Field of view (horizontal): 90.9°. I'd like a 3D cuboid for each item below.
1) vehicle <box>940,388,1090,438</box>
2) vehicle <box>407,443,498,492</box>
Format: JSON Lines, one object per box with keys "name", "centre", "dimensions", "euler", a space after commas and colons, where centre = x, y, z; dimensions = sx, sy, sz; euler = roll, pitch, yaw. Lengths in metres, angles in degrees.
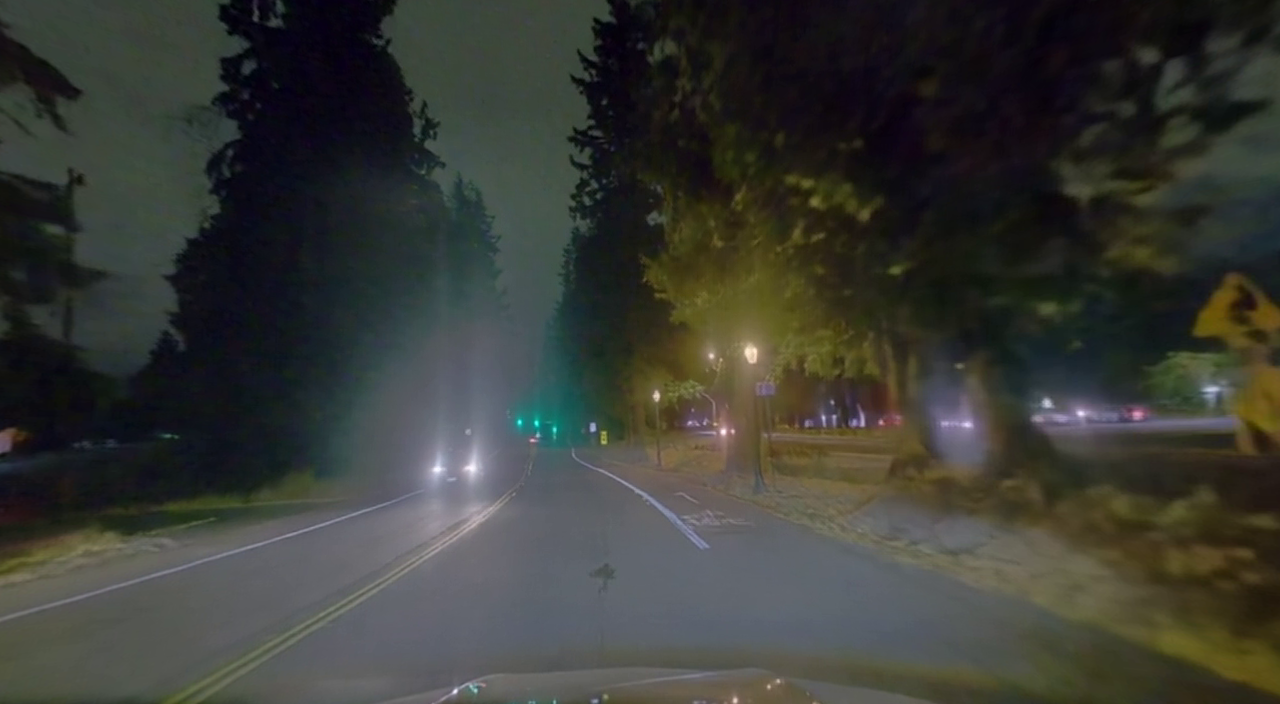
{"name": "vehicle", "centre": [26.880, 4.435, 45.491], "dimensions": [8.774, 3.004, 2.914], "euler": [-3, -7, -1]}
{"name": "vehicle", "centre": [-6.241, 3.849, 21.545], "dimensions": [2.125, 1.440, 4.450], "euler": [0, -8, -5]}
